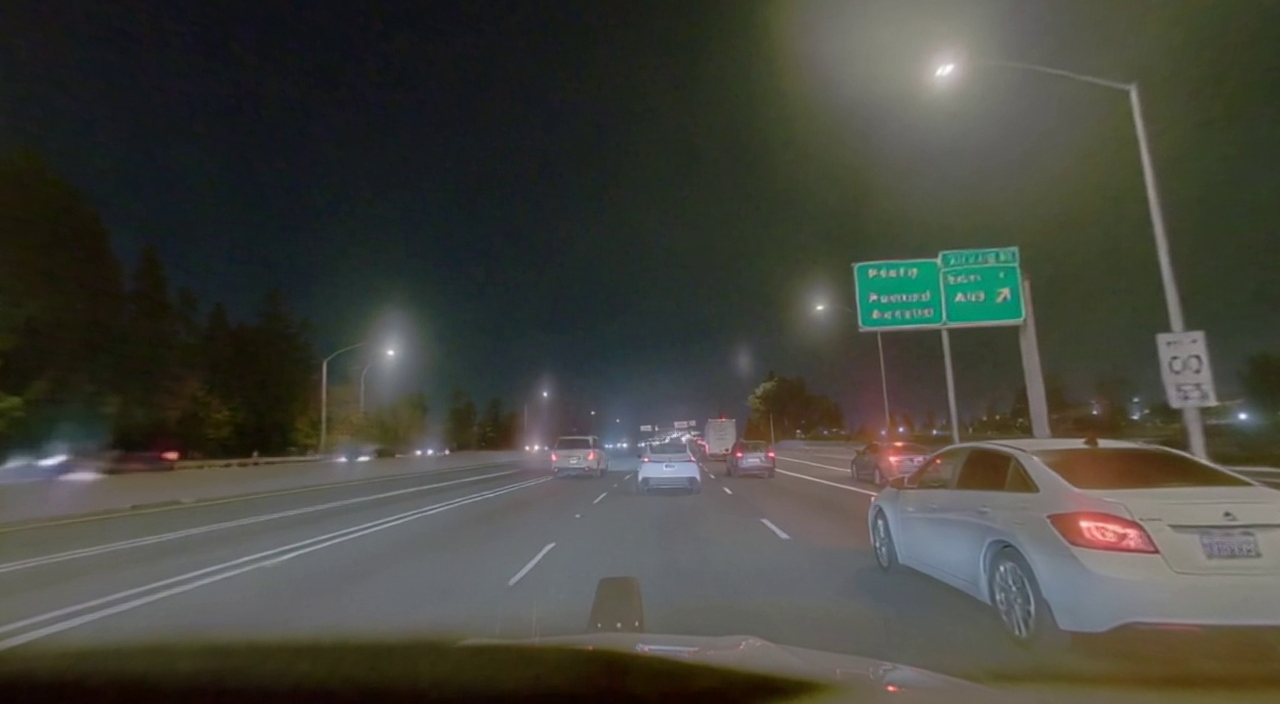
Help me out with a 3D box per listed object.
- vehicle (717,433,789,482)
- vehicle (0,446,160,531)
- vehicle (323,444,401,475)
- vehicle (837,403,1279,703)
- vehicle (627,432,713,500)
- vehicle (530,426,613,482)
[{"bbox_3d":[4.178,3.988,24.079,2.076,1.684,4.241,0,-9,2],"label":"vehicle"},{"bbox_3d":[-12.358,2.644,12.615,1.906,1.499,4.426,0,-9,2],"label":"vehicle"},{"bbox_3d":[-14.542,5.658,33.217,1.874,1.504,4.406,0,-9,3],"label":"vehicle"},{"bbox_3d":[3.191,1.288,4.705,2.009,1.489,4.559,0,-9,1],"label":"vehicle"},{"bbox_3d":[0.790,3.038,17.075,2.074,1.614,3.803,0,-9,2],"label":"vehicle"},{"bbox_3d":[-2.551,4.022,25.059,2.434,1.965,5.305,0,-9,3],"label":"vehicle"}]
